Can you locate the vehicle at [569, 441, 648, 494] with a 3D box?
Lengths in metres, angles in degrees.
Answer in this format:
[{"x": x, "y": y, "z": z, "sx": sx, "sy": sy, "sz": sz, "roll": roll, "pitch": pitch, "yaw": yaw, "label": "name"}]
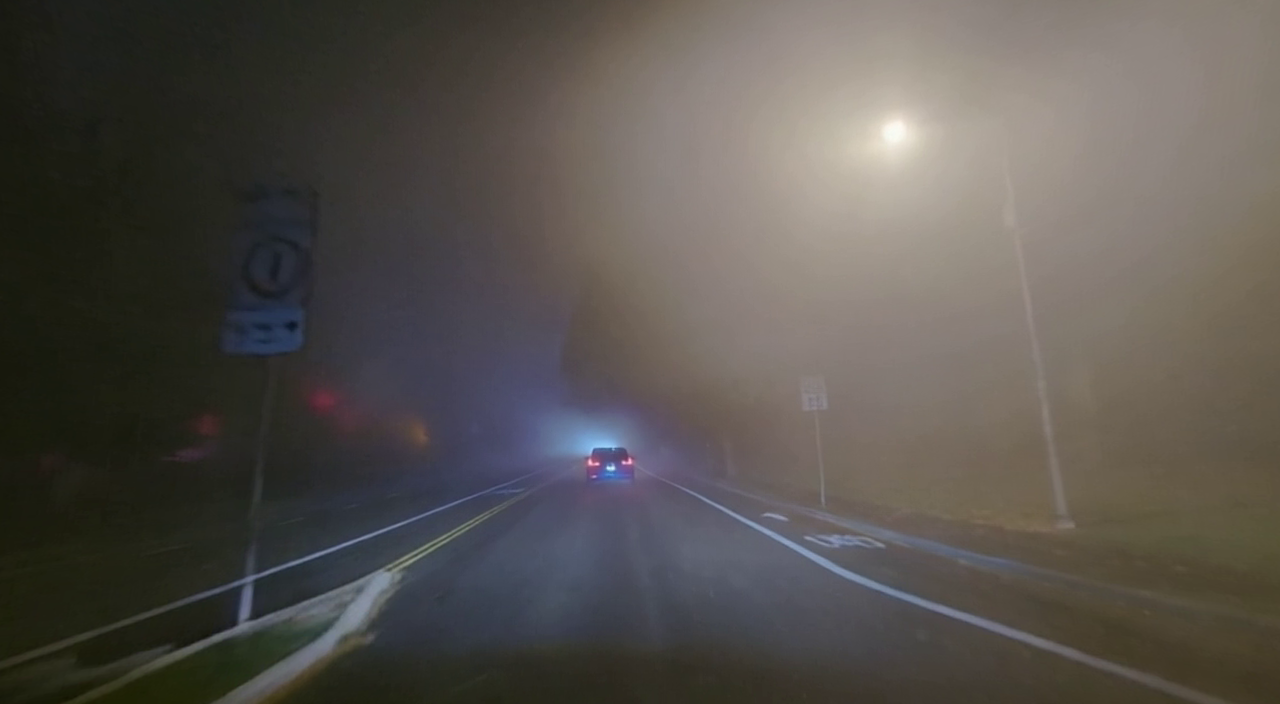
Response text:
[{"x": -0.996, "y": 3.696, "z": 20.650, "sx": 2.295, "sy": 1.510, "sz": 4.364, "roll": 0, "pitch": -9, "yaw": -2, "label": "vehicle"}]
